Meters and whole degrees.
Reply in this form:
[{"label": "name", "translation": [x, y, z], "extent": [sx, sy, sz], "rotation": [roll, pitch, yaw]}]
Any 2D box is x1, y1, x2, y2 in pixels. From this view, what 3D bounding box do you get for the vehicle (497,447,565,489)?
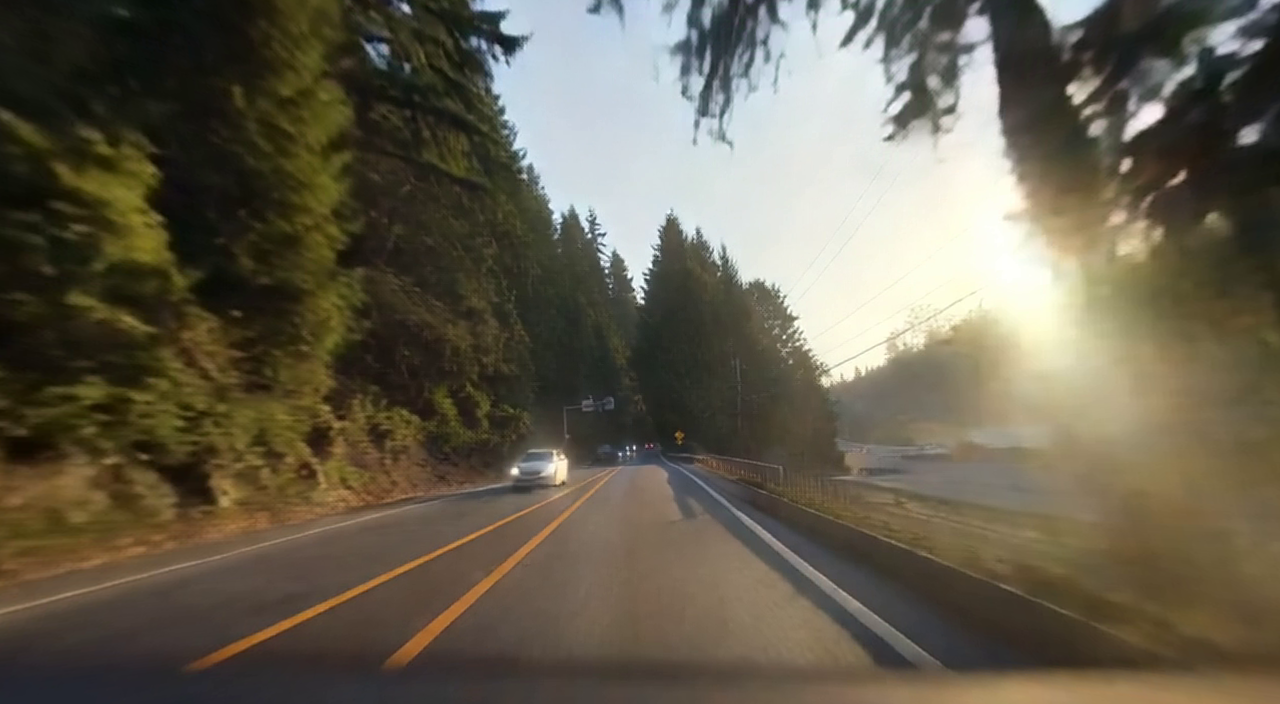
[{"label": "vehicle", "translation": [-4.111, 4.426, 24.339], "extent": [1.816, 1.473, 3.689], "rotation": [-1, -9, 2]}]
